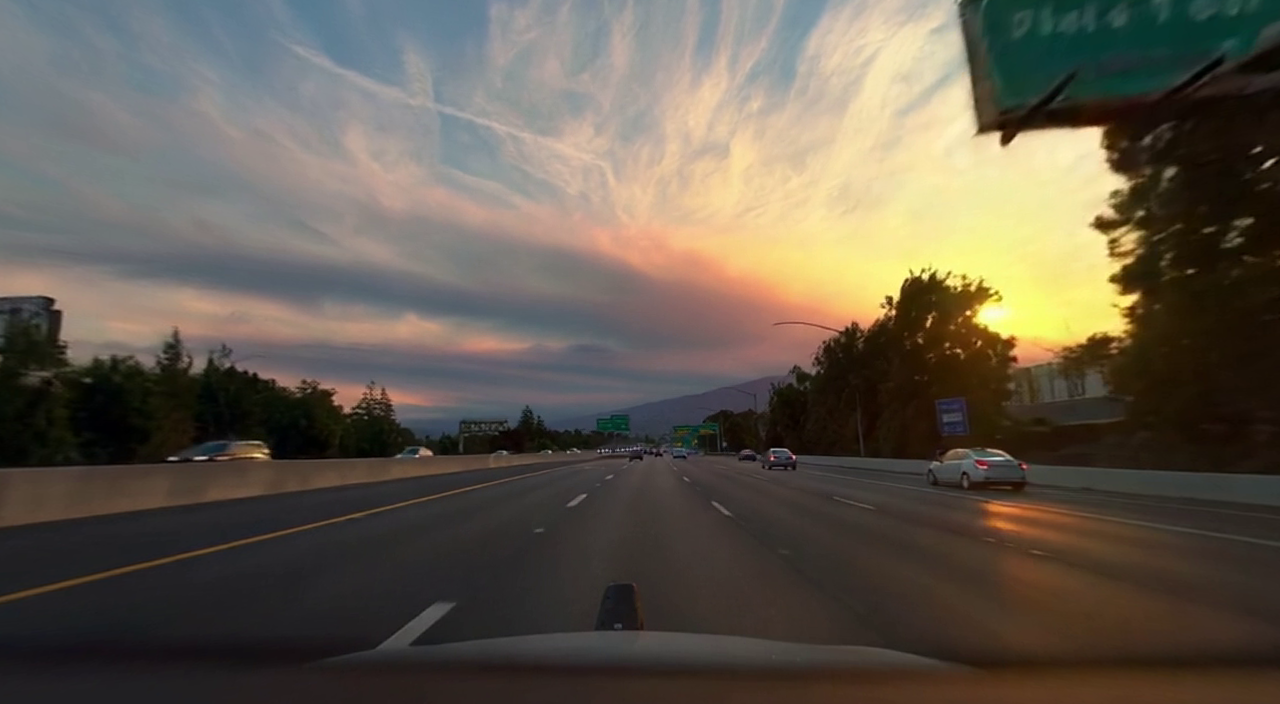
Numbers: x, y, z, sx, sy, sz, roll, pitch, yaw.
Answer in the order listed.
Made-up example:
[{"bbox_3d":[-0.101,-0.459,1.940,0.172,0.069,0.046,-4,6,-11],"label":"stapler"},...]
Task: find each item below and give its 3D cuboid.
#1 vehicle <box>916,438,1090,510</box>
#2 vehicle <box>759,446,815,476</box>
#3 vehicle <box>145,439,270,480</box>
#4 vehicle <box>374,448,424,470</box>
[{"bbox_3d":[9.444,3.180,16.997,2.090,1.643,4.513,0,-9,2],"label":"vehicle"},{"bbox_3d":[7.803,5.820,34.023,1.861,1.500,4.860,0,-9,0],"label":"vehicle"},{"bbox_3d":[-22.138,5.524,32.730,2.170,1.907,5.847,0,-9,2],"label":"vehicle"},{"bbox_3d":[-18.206,8.077,47.934,1.883,1.612,4.388,0,-9,3],"label":"vehicle"}]
